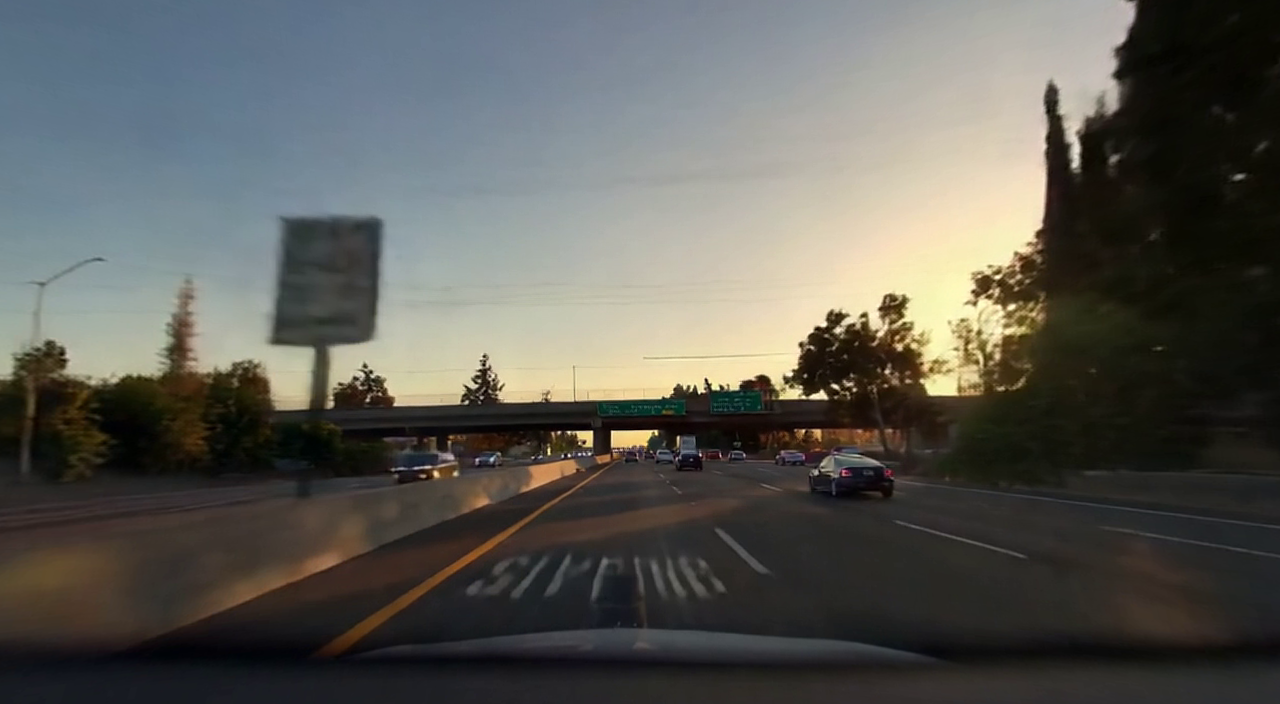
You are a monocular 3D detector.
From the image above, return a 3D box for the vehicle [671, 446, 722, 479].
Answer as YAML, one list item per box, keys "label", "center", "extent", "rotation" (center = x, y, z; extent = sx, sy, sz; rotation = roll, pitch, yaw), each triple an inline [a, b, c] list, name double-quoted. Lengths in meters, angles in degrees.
- label: "vehicle"
  center: [2.795, 5.594, 32.192]
  extent: [1.993, 1.507, 4.594]
  rotation: [0, -9, -2]

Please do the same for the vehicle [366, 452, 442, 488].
- label: "vehicle"
  center: [-10.506, 5.278, 28.490]
  extent: [1.836, 1.464, 4.041]
  rotation: [0, -9, 1]

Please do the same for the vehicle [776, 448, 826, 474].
- label: "vehicle"
  center: [9.752, 6.614, 38.578]
  extent: [1.838, 1.440, 4.121]
  rotation: [0, -9, -2]

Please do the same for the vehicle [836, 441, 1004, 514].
- label: "vehicle"
  center: [6.560, 2.974, 15.485]
  extent: [1.952, 1.489, 4.483]
  rotation: [0, -9, -2]
